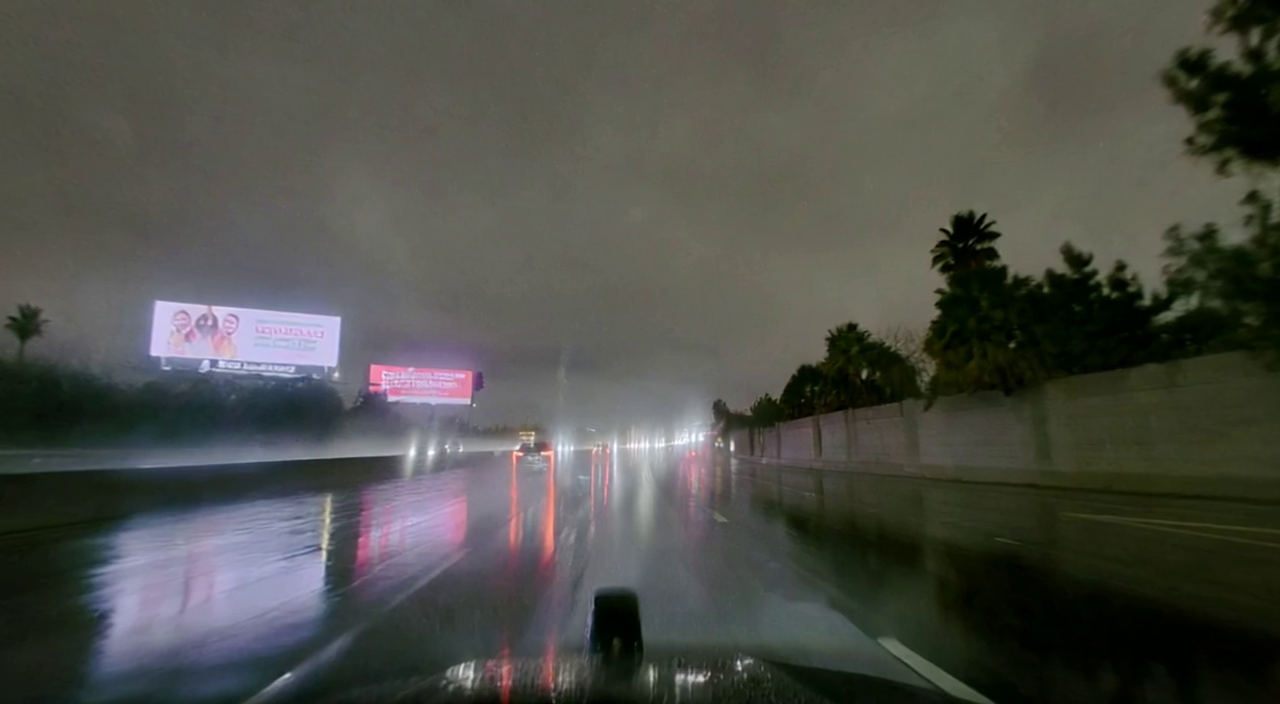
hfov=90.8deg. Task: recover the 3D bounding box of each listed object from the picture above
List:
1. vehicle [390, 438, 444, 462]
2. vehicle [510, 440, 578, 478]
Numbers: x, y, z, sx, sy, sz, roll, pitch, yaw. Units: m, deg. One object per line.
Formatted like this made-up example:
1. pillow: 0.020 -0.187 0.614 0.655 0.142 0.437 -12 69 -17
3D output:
1. vehicle: -14.670 6.492 41.826 1.853 1.509 4.397 0 -8 2
2. vehicle: -3.993 4.555 27.108 2.078 1.457 4.648 0 -8 2
